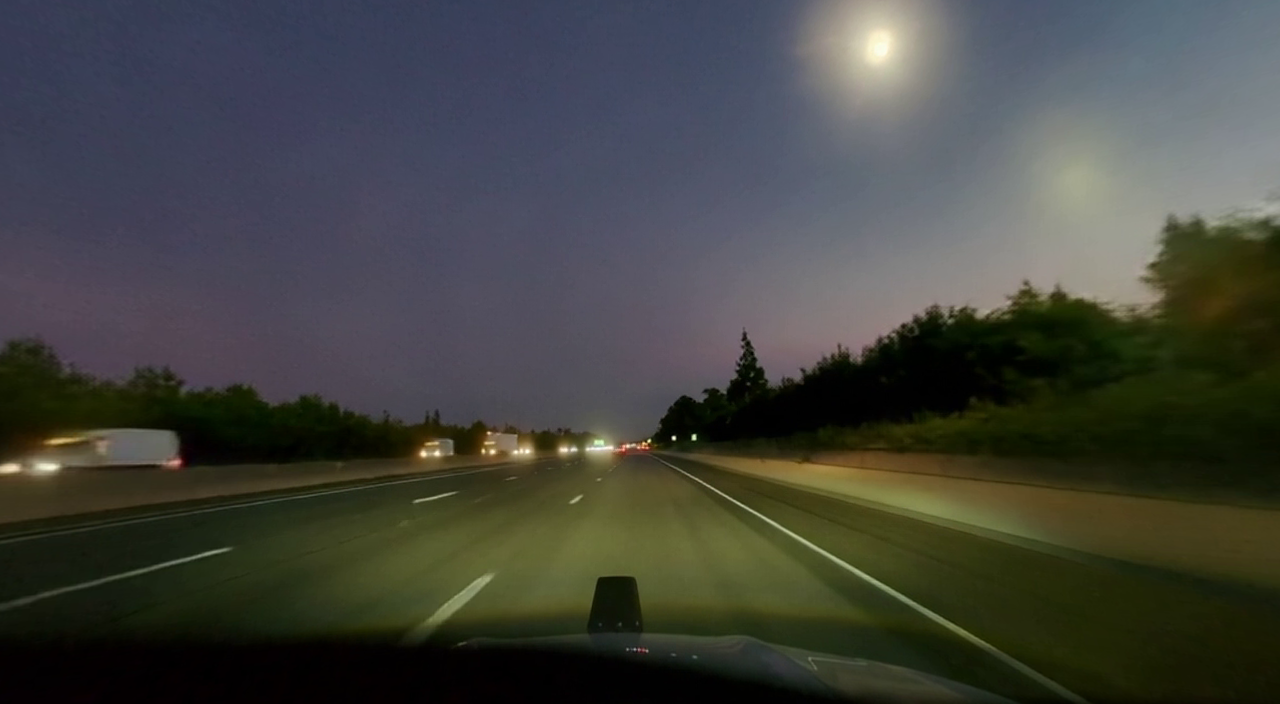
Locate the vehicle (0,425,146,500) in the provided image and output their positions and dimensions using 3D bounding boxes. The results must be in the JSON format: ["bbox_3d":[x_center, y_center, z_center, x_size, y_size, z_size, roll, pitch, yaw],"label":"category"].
[{"bbox_3d":[-24.170,4.467,25.881,2.629,2.666,6.284,0,-9,0],"label":"vehicle"}]
